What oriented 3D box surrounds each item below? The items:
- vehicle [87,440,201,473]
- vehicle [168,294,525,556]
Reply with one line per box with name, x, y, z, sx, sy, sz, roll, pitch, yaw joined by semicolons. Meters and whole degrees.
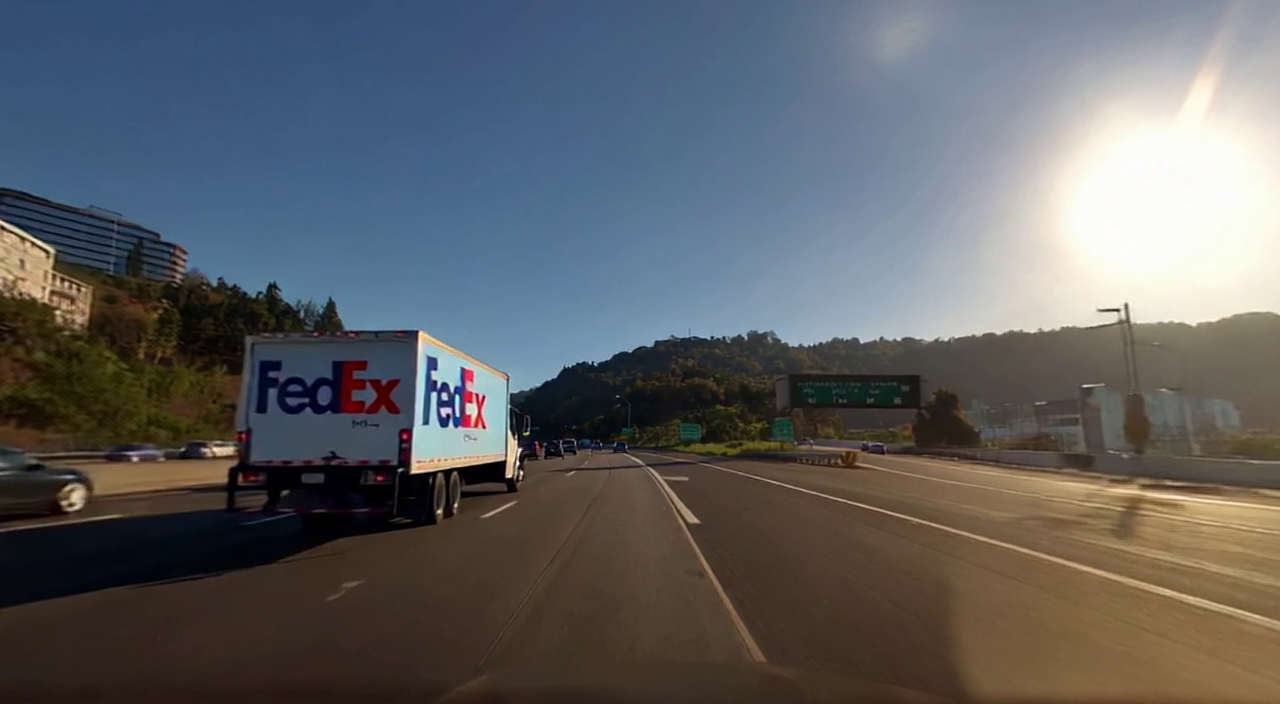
vehicle;-24.044;5.069;30.840;1.870;1.466;4.679;0;-8;-1
vehicle;-4.242;1.400;11.520;2.798;3.212;7.573;0;-8;0
